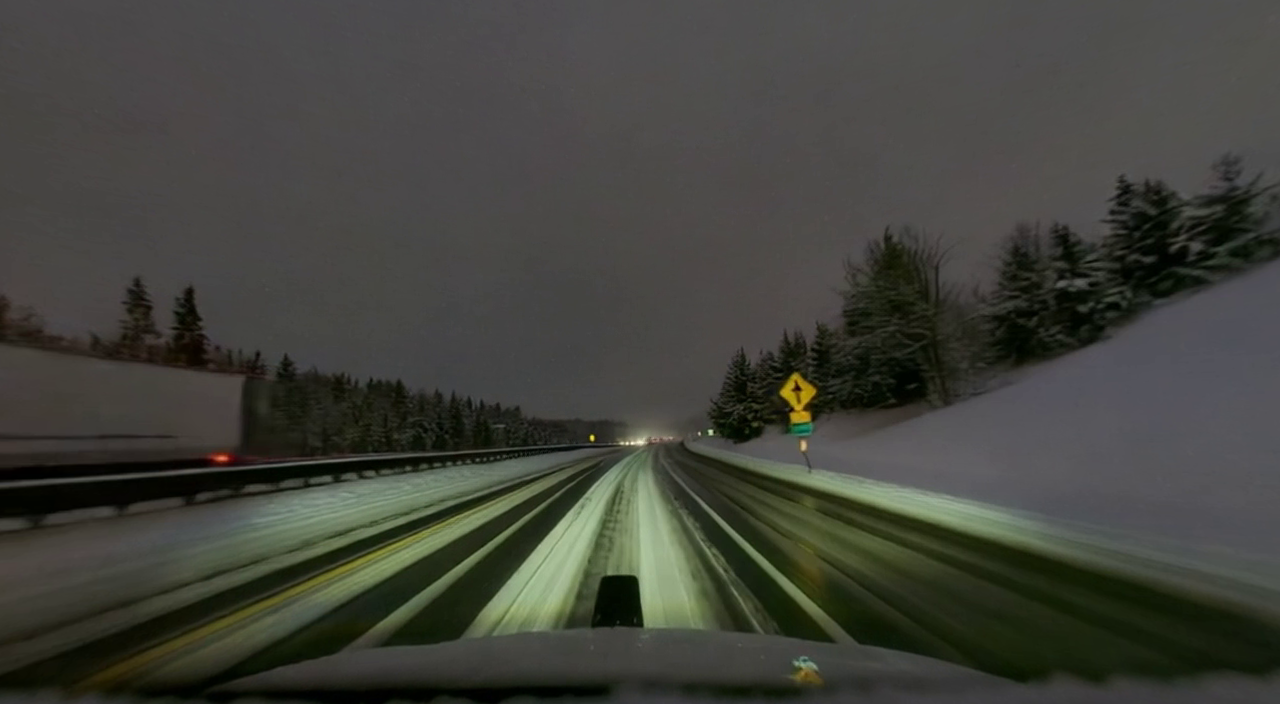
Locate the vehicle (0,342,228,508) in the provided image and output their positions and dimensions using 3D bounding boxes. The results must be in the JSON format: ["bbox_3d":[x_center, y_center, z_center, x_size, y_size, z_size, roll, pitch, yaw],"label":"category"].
[{"bbox_3d":[-17.481,2.027,17.240,2.937,4.107,13.979,0,-8,0],"label":"vehicle"}]
